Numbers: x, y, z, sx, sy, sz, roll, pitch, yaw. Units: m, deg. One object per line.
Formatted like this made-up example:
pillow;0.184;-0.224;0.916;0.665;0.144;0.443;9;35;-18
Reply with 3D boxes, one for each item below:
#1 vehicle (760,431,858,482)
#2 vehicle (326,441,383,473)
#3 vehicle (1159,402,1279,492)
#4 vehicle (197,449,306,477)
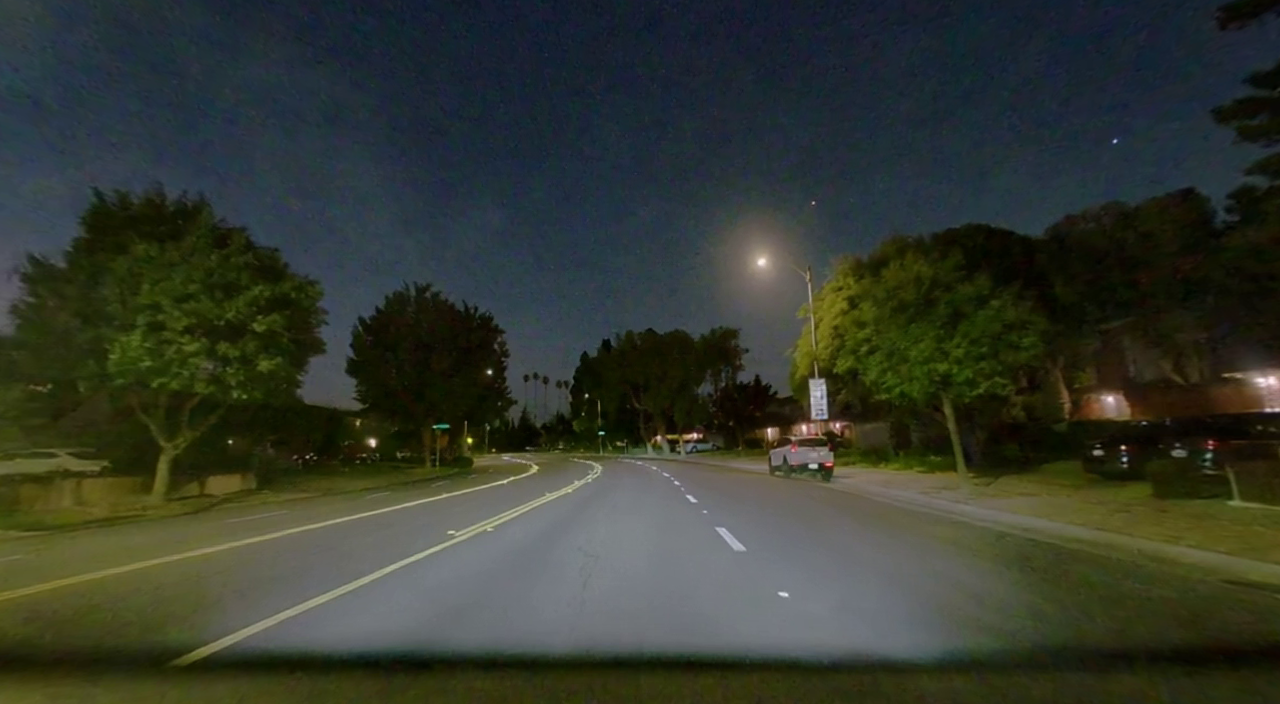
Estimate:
vehicle;6.751;4.226;25.838;2.315;1.869;4.678;1;-9;-6
vehicle;-18.763;6.910;41.683;2.077;1.948;4.705;1;-9;-8
vehicle;14.282;1.871;13.323;4.543;1.691;2.028;-5;-9;4
vehicle;-21.306;6.108;34.678;4.654;1.442;2.155;-1;-8;7
